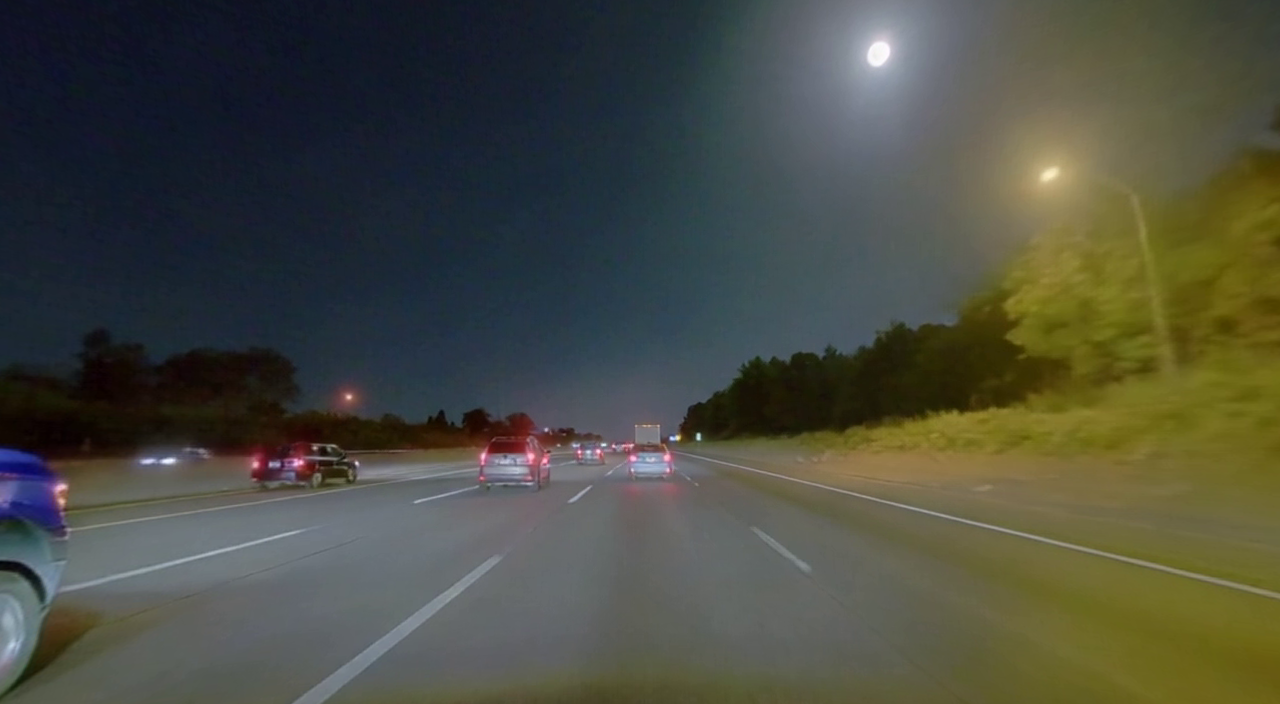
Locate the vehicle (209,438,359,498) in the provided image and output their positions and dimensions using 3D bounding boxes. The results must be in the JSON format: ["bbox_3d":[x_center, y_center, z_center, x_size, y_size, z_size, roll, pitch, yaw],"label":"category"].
[{"bbox_3d":[-10.581,3.450,19.202,1.941,1.602,4.277,0,-8,2],"label":"vehicle"}]

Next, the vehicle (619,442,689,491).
[{"bbox_3d":[0.417,3.703,20.780,2.054,1.421,4.090,0,-8,0],"label":"vehicle"}]

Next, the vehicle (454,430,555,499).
[{"bbox_3d":[-3.743,3.183,18.217,1.903,1.721,4.210,0,-8,1],"label":"vehicle"}]

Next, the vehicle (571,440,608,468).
[{"bbox_3d":[-3.168,6.461,40.175,1.897,1.646,4.049,0,-8,1],"label":"vehicle"}]
